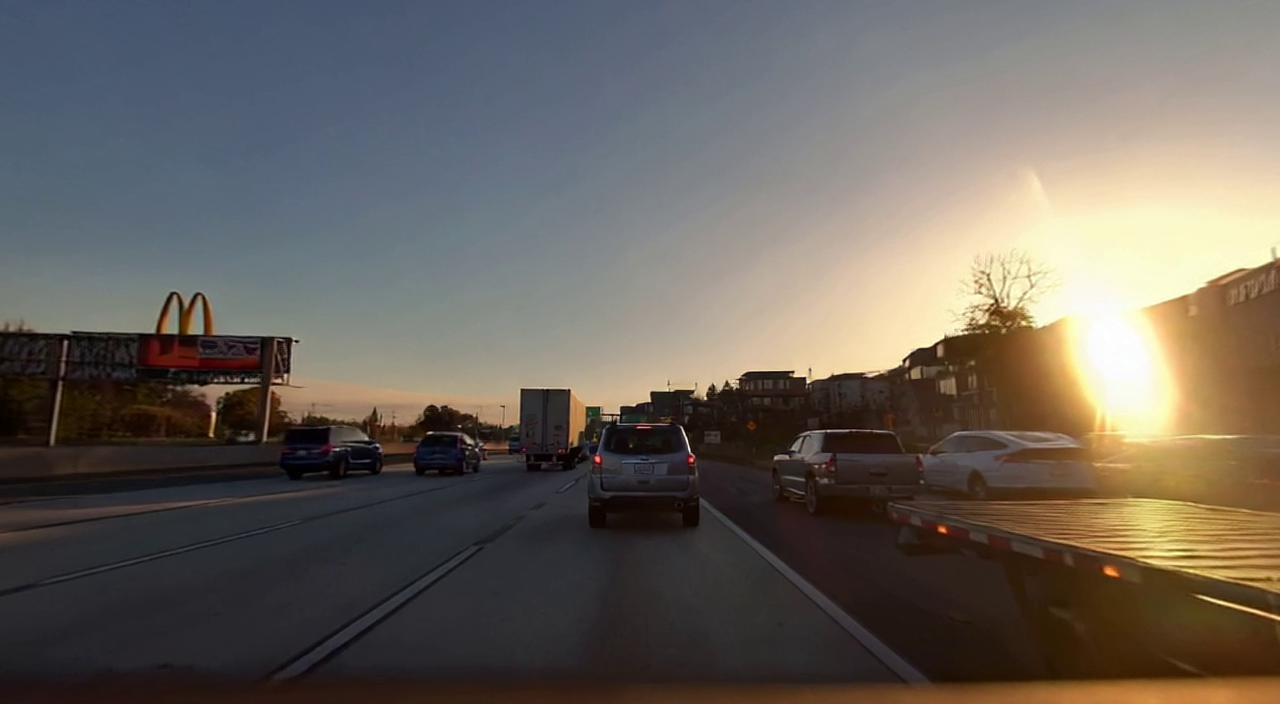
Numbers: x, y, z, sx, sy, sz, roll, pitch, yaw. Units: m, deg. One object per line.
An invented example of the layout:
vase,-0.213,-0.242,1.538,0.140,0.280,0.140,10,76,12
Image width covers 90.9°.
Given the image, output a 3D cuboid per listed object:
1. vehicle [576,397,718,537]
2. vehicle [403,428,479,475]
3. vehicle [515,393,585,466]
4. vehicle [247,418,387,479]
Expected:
vehicle,0.040,1.885,10.768,1.947,1.910,4.040,0,-9,-2
vehicle,-7.972,4.035,25.679,1.854,1.740,4.151,0,-9,-2
vehicle,-4.723,4.373,34.753,2.814,3.513,8.529,0,-9,-2
vehicle,-11.876,3.627,23.820,2.240,1.995,5.854,0,-9,-1
